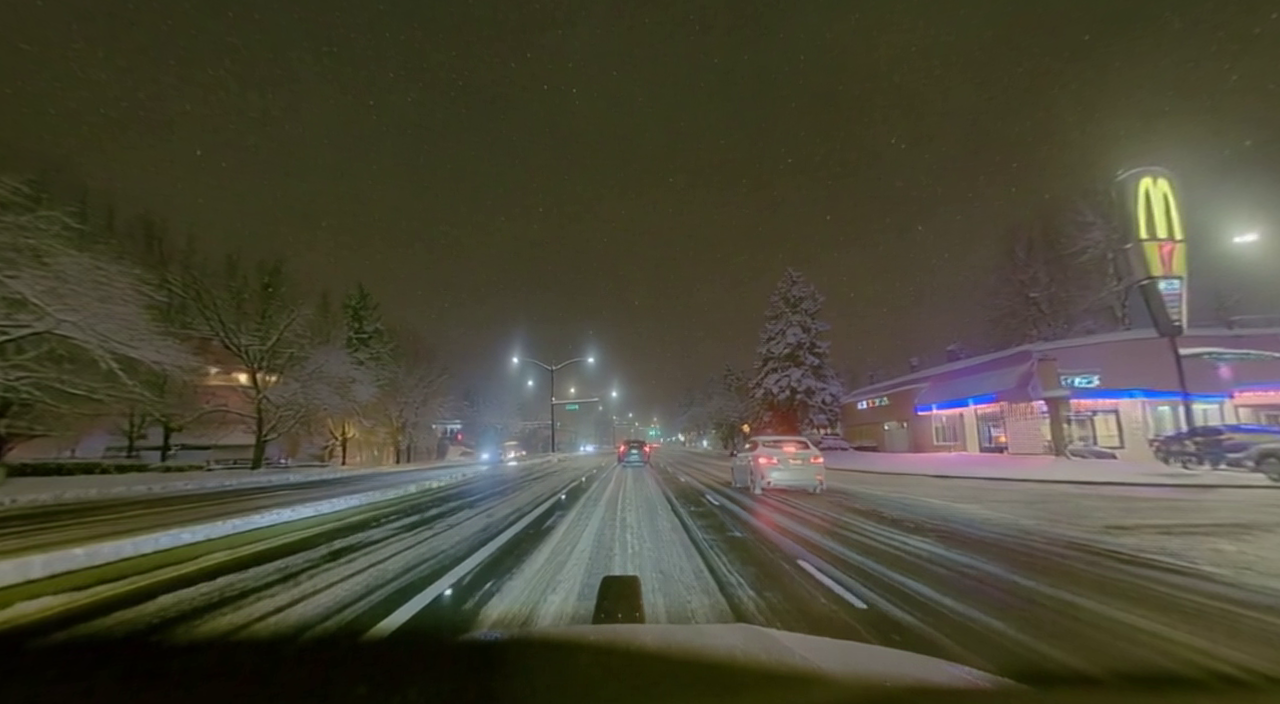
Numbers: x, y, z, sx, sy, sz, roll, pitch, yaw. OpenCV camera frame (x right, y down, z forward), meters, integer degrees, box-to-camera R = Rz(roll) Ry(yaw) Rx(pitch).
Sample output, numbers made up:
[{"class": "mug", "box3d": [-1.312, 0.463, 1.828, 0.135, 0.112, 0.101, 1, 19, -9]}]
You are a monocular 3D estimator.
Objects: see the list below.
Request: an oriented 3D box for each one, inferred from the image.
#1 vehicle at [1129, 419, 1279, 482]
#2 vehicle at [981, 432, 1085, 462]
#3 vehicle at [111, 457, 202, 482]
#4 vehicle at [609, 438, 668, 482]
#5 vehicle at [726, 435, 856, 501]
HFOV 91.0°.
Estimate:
[{"class": "vehicle", "box3d": [20.465, 3.416, 22.096, 4.697, 1.832, 2.092, -4, -9, -1]}, {"class": "vehicle", "box3d": [20.505, 4.954, 32.957, 4.296, 1.496, 1.891, 1, -9, -8]}, {"class": "vehicle", "box3d": [-29.870, 7.249, 38.960, 4.155, 1.486, 1.706, 0, -8, -2]}, {"class": "vehicle", "box3d": [-0.087, 3.947, 23.270, 1.998, 1.452, 3.773, 0, -9, -1]}, {"class": "vehicle", "box3d": [3.758, 2.990, 16.677, 2.153, 1.456, 4.705, 0, -9, -2]}]
